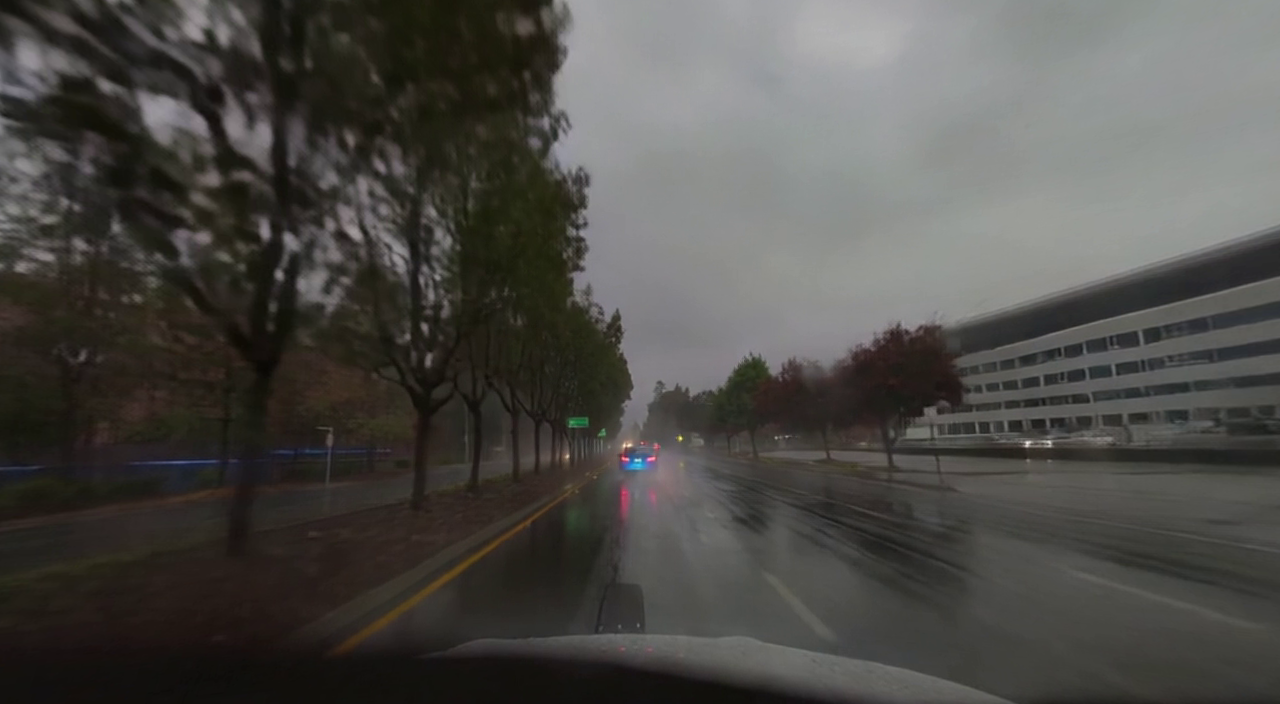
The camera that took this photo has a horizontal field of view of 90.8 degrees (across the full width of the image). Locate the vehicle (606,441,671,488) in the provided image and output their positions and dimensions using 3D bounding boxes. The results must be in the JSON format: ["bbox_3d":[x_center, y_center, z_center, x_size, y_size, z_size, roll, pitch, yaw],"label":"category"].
[{"bbox_3d":[-0.078,3.915,22.371,2.042,1.479,4.601,0,-8,-1],"label":"vehicle"}]
